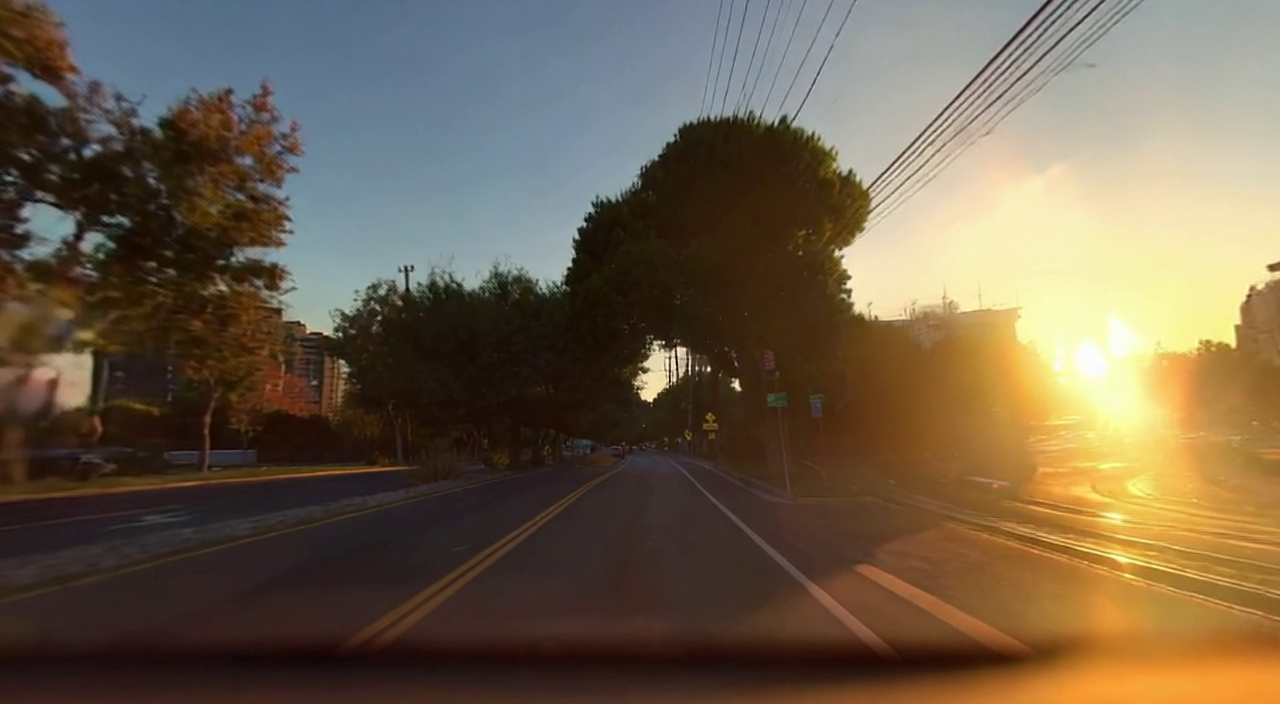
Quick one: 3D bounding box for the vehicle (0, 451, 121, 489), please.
[{"bbox_3d":[-25.402,5.085,27.469,1.805,1.461,4.321,0,-9,1],"label":"vehicle"}]
